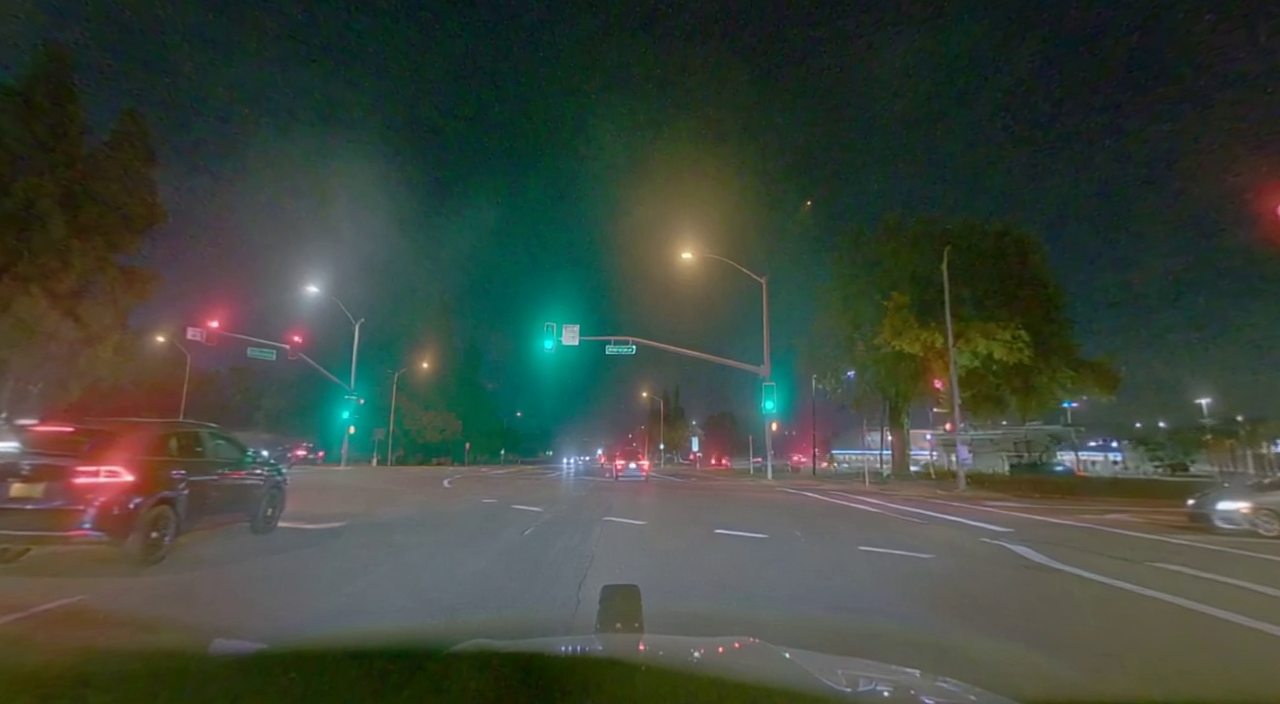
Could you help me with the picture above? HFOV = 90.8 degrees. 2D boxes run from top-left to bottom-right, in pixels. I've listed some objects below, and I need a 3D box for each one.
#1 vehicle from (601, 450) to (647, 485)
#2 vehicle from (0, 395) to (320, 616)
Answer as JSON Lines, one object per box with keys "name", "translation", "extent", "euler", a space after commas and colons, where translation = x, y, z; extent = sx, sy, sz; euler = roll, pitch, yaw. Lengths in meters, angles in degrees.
{"name": "vehicle", "translation": [-0.730, 5.164, 28.573], "extent": [1.917, 1.418, 3.987], "euler": [1, -8, -2]}
{"name": "vehicle", "translation": [-5.319, 1.499, 7.097], "extent": [1.909, 1.704, 4.307], "euler": [2, -9, -12]}
